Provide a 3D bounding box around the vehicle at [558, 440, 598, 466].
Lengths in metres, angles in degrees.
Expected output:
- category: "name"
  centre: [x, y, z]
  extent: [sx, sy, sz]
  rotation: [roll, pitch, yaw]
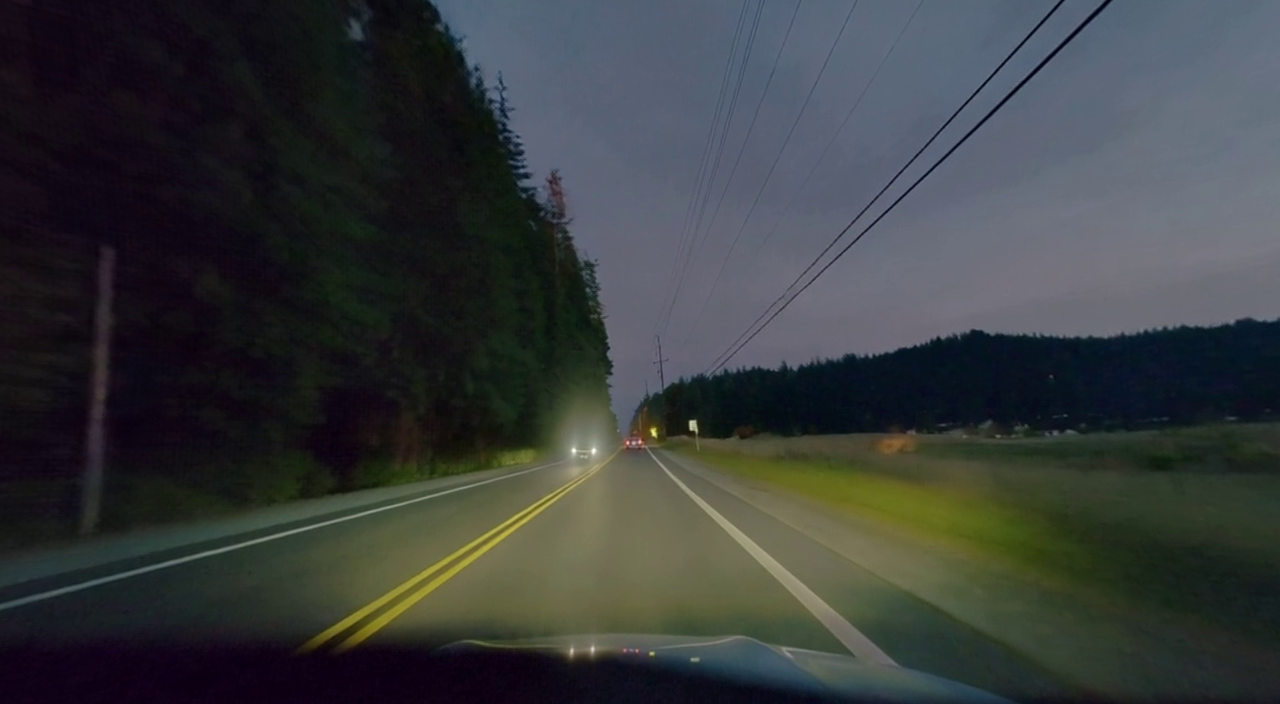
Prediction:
- category: "vehicle"
  centre: [-4.498, 7.459, 46.912]
  extent: [2.172, 1.744, 6.543]
  rotation: [-2, -8, 1]
